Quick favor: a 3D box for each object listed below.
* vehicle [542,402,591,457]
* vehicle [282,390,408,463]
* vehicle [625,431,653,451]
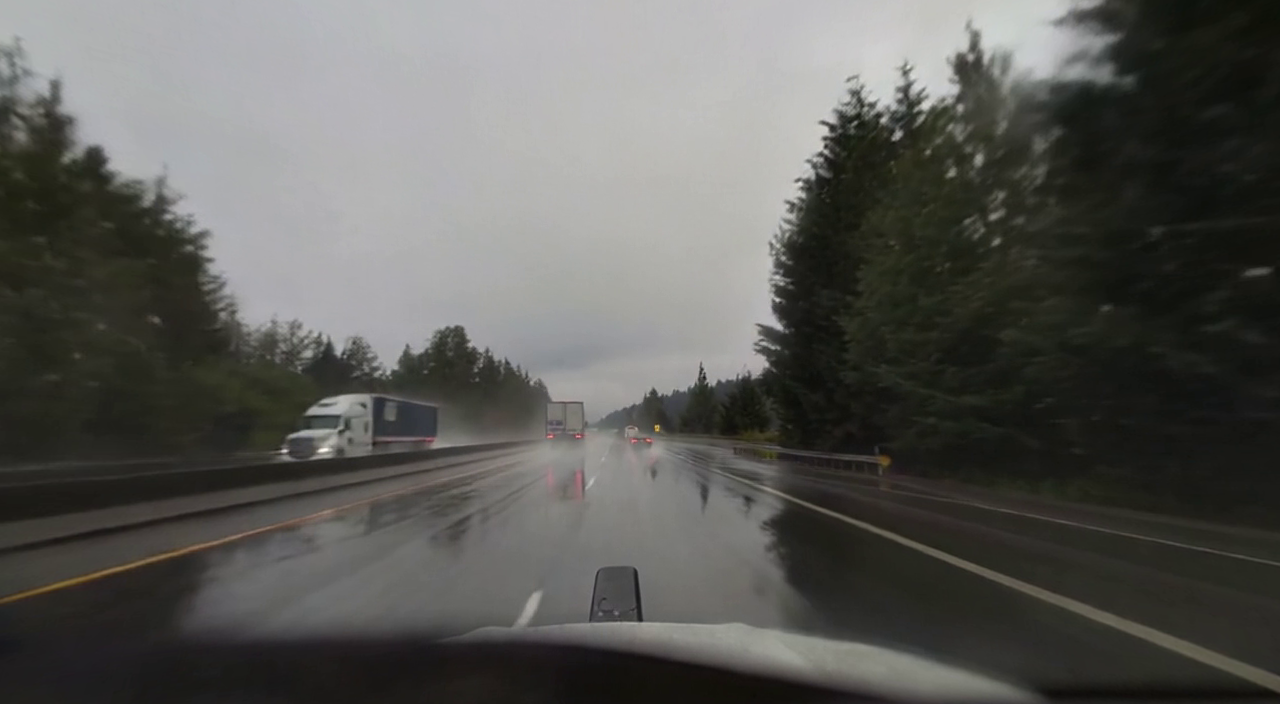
[{"bbox_3d":[-4.397,4.818,38.816,2.450,3.098,6.965,0,-8,-2],"label":"vehicle"},{"bbox_3d":[-17.332,4.580,38.091,2.992,3.780,10.447,0,-8,-3],"label":"vehicle"},{"bbox_3d":[-0.102,6.959,49.053,1.988,1.472,3.716,0,-8,-3],"label":"vehicle"}]
